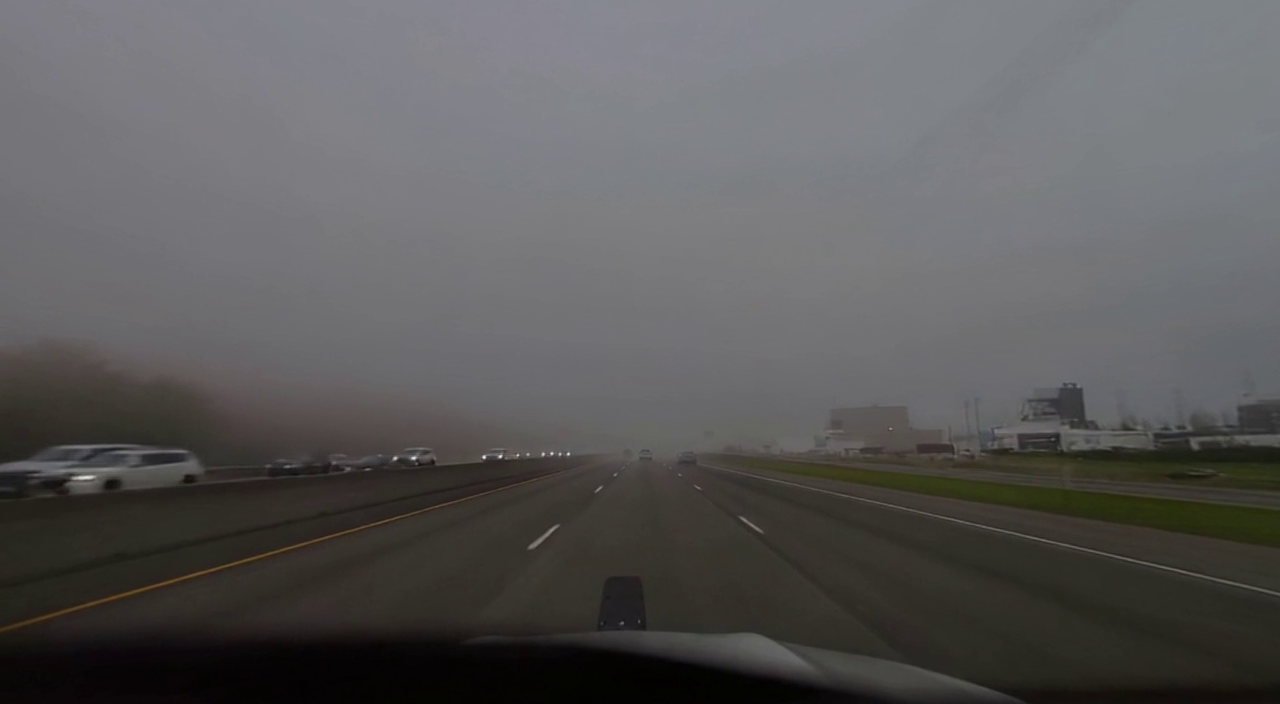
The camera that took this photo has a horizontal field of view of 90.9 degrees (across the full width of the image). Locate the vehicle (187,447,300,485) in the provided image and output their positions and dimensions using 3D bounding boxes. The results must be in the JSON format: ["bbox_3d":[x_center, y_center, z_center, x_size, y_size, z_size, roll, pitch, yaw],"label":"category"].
[{"bbox_3d":[-17.172,4.939,27.608,1.905,1.478,4.646,0,-9,0],"label":"vehicle"}]

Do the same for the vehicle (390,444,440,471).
[{"bbox_3d":[-16.188,7.582,45.531,1.985,1.819,4.284,0,-9,0],"label":"vehicle"}]

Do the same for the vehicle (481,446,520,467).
[{"bbox_3d":[-10.906,8.170,49.546,1.969,1.539,4.401,-1,-9,2],"label":"vehicle"}]

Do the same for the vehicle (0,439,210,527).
[{"bbox_3d":[-11.669,2.597,13.077,2.025,1.474,4.804,0,-9,1],"label":"vehicle"}]

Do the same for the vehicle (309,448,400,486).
[{"bbox_3d":[-11.635,4.710,26.004,1.893,1.419,3.812,-1,-9,1],"label":"vehicle"}]
